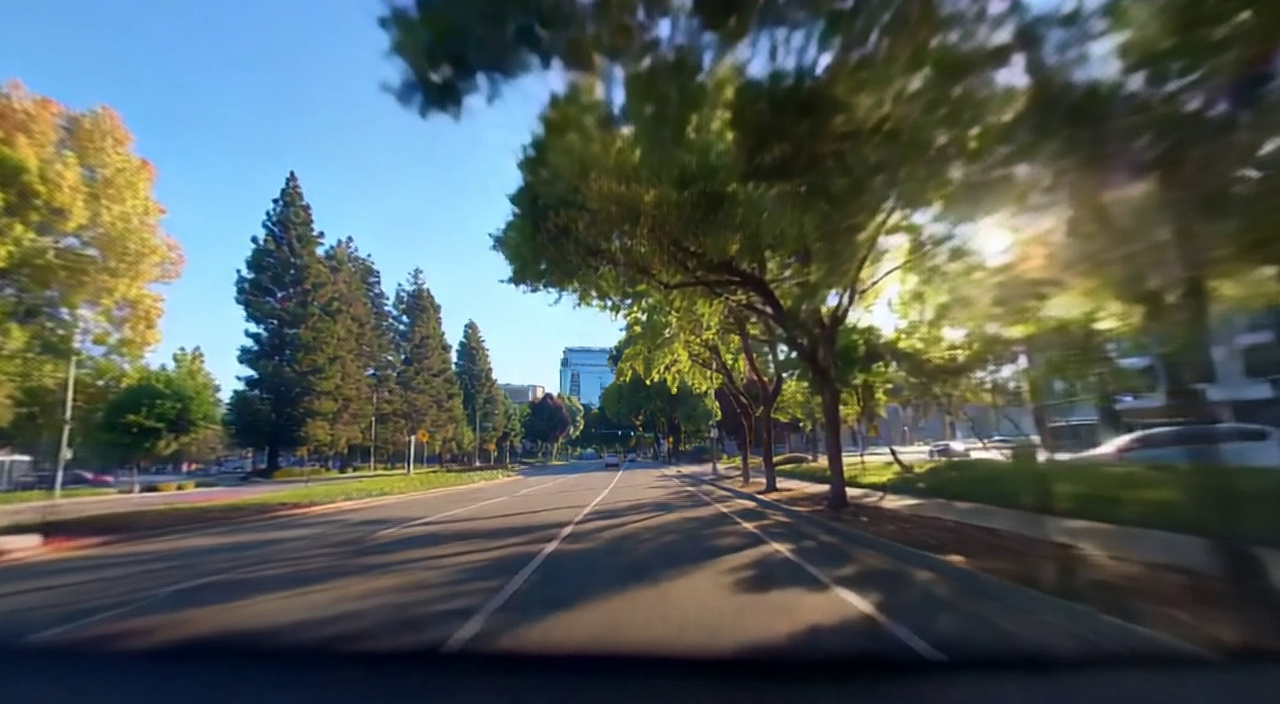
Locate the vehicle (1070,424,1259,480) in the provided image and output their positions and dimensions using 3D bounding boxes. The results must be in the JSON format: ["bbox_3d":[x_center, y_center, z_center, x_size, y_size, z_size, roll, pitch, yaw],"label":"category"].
[{"bbox_3d":[14.119,2.723,17.147,3.641,1.408,1.584,0,-9,1],"label":"vehicle"}]
